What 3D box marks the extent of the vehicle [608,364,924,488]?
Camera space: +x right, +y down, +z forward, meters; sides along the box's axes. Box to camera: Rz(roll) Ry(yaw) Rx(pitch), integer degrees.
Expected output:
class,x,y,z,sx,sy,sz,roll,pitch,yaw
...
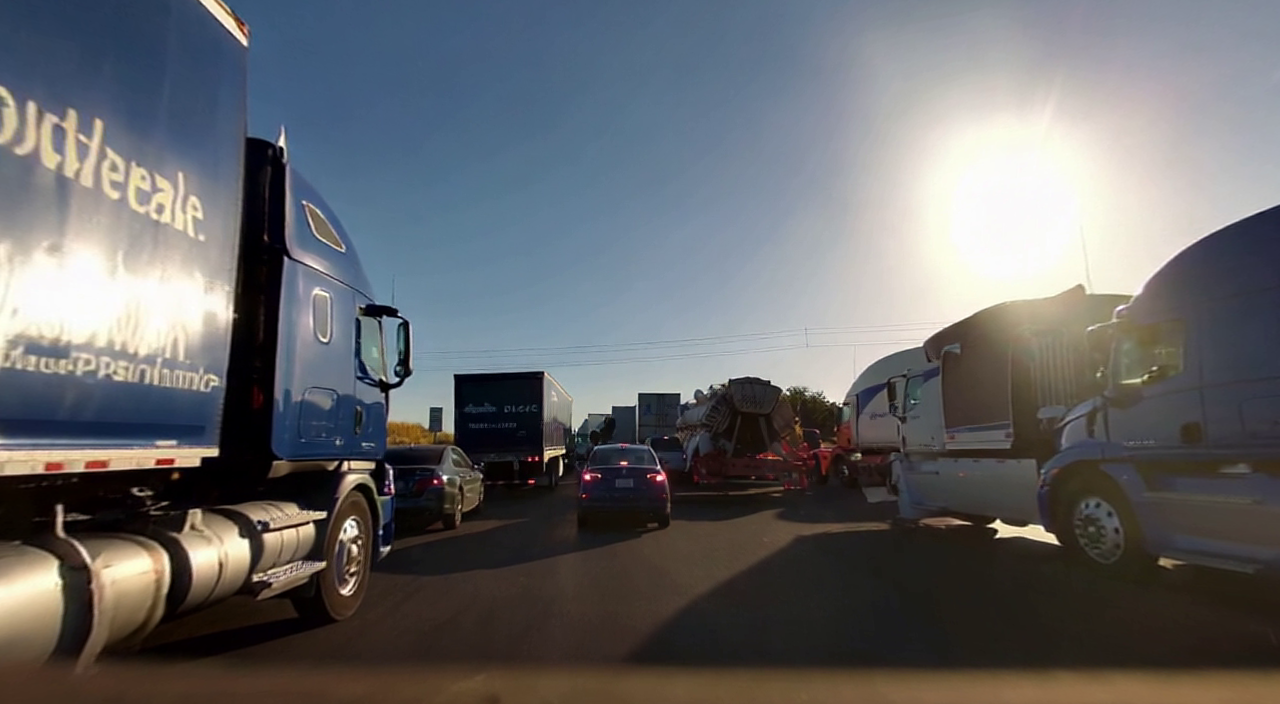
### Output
class,x,y,z,sx,sy,sz,roll,pitch,yaw
vehicle,4.276,3.334,27.231,2.877,4.124,14.516,4,-9,-41

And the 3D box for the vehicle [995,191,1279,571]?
class,x,y,z,sx,sy,sz,roll,pitch,yaw
vehicle,11.153,-0.041,5.242,13.564,4.152,3.110,-9,-12,42

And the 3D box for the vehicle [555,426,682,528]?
class,x,y,z,sx,sy,sz,roll,pitch,yaw
vehicle,-0.379,2.410,12.604,2.140,1.682,3.971,0,-9,0

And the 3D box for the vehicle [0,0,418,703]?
class,x,y,z,sx,sy,sz,roll,pitch,yaw
vehicle,-3.967,0.147,2.576,2.986,3.391,9.523,0,-9,-2
